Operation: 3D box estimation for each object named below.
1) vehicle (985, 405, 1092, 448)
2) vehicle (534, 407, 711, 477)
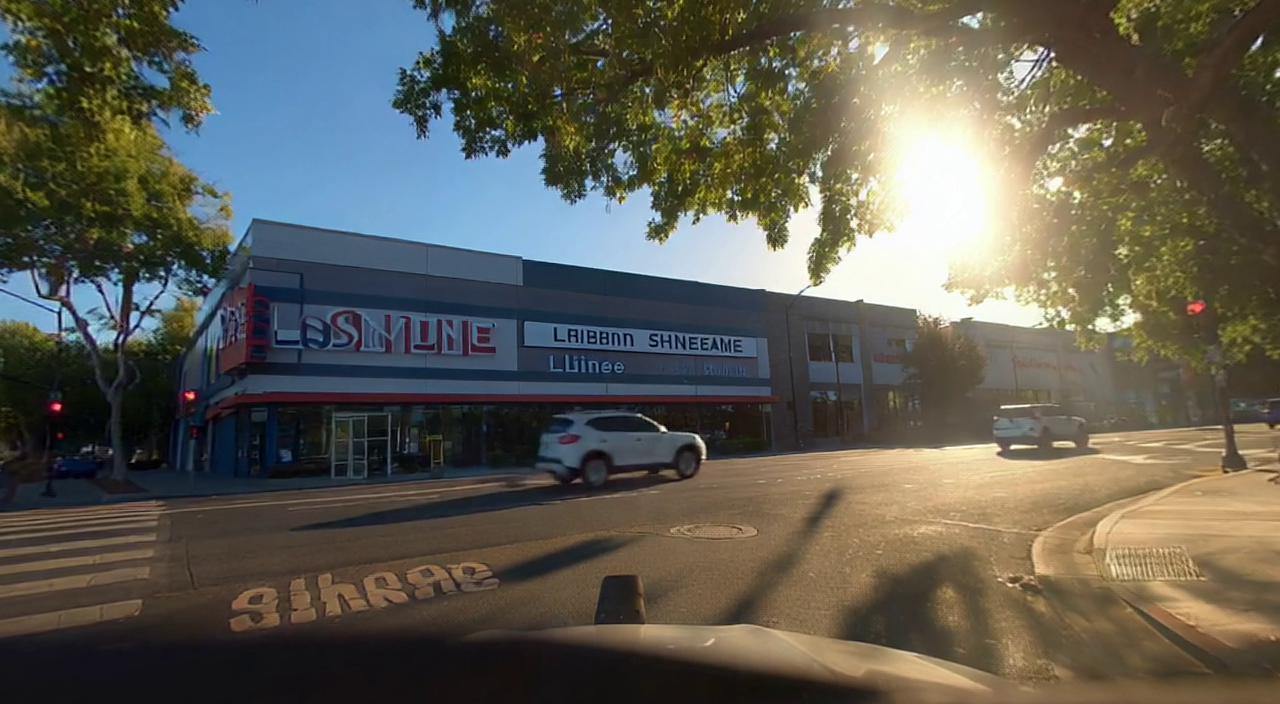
[{"bbox_3d":[16.313,3.092,25.797,4.377,1.624,1.953,6,-10,-34],"label":"vehicle"},{"bbox_3d":[-0.446,2.621,18.309,4.689,1.758,2.146,5,-10,-33],"label":"vehicle"}]
